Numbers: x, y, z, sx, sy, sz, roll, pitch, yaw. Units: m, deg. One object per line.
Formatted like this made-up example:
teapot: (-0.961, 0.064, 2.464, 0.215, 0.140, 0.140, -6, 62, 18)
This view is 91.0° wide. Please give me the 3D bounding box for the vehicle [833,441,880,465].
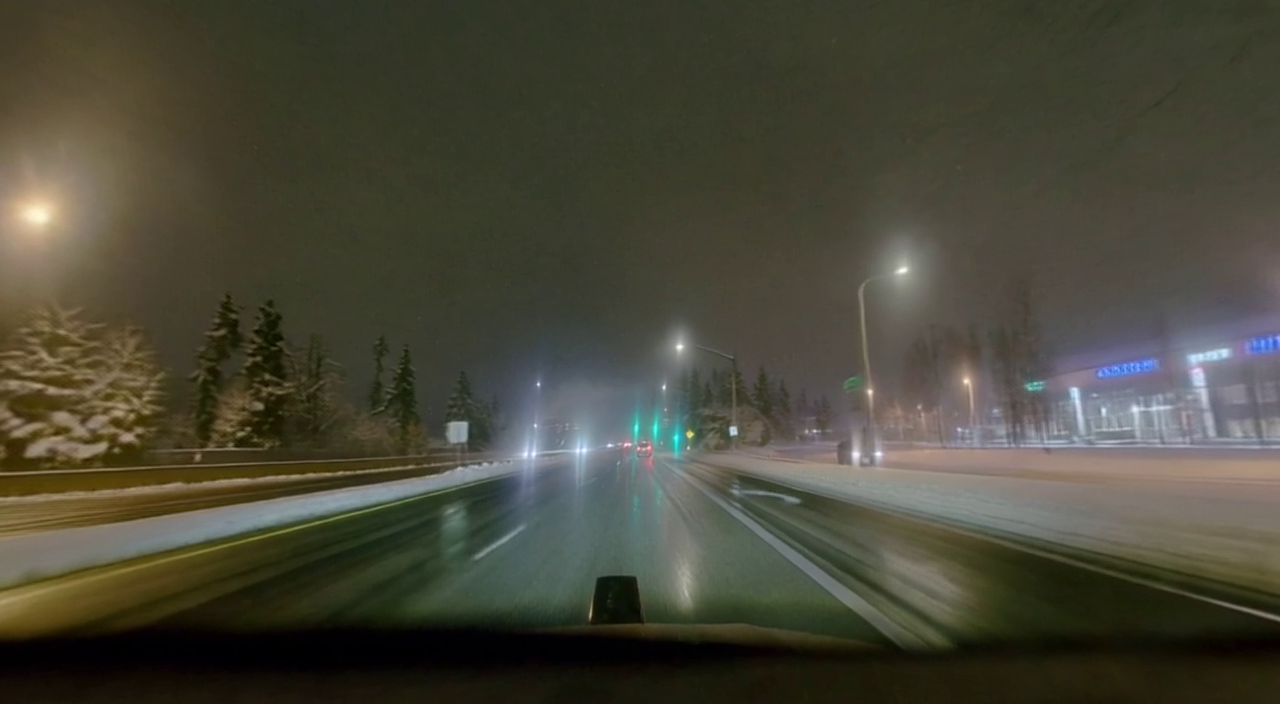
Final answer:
vehicle: (16.415, 7.683, 47.975, 2.037, 1.718, 4.610, 0, -9, 1)
